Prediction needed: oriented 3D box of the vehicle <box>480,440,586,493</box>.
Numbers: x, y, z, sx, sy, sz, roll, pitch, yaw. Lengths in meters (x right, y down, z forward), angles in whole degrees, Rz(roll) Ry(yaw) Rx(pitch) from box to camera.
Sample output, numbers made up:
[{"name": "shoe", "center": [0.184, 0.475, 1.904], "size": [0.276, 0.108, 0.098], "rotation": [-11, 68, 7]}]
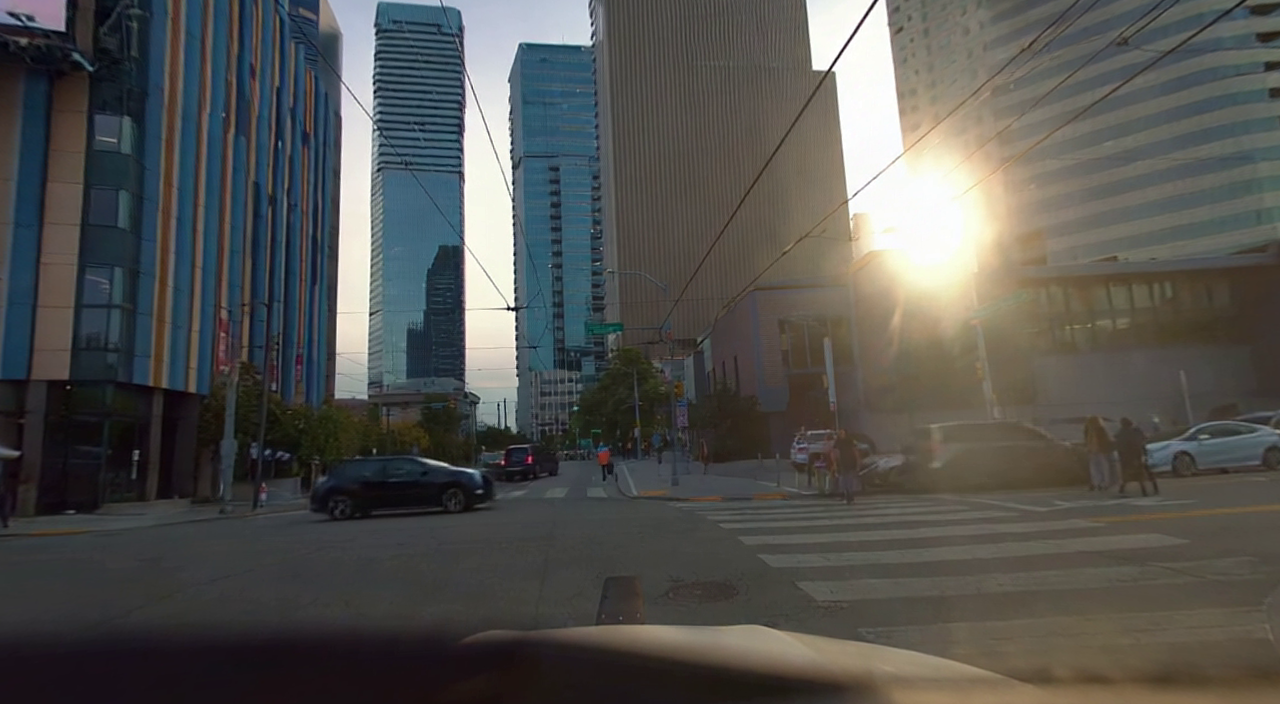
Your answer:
[{"name": "vehicle", "center": [-4.249, 4.647, 26.123], "size": [2.137, 1.910, 5.120], "rotation": [-3, -9, 18]}]

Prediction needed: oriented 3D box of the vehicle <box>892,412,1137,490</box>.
[{"name": "vehicle", "center": [8.871, 2.407, 15.271], "size": [4.629, 1.696, 2.098], "rotation": [1, -10, -6]}]

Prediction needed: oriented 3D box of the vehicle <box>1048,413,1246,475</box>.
[{"name": "vehicle", "center": [16.753, 3.051, 21.068], "size": [4.944, 1.946, 1.952], "rotation": [0, -8, -3]}]

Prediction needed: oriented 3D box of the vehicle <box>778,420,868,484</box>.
[{"name": "vehicle", "center": [7.551, 4.111, 26.628], "size": [2.316, 2.425, 4.466], "rotation": [1, -7, -2]}]

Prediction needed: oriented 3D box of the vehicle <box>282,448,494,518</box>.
[{"name": "vehicle", "center": [-6.294, 3.309, 16.277], "size": [4.637, 1.624, 1.927], "rotation": [0, -8, -3]}]
